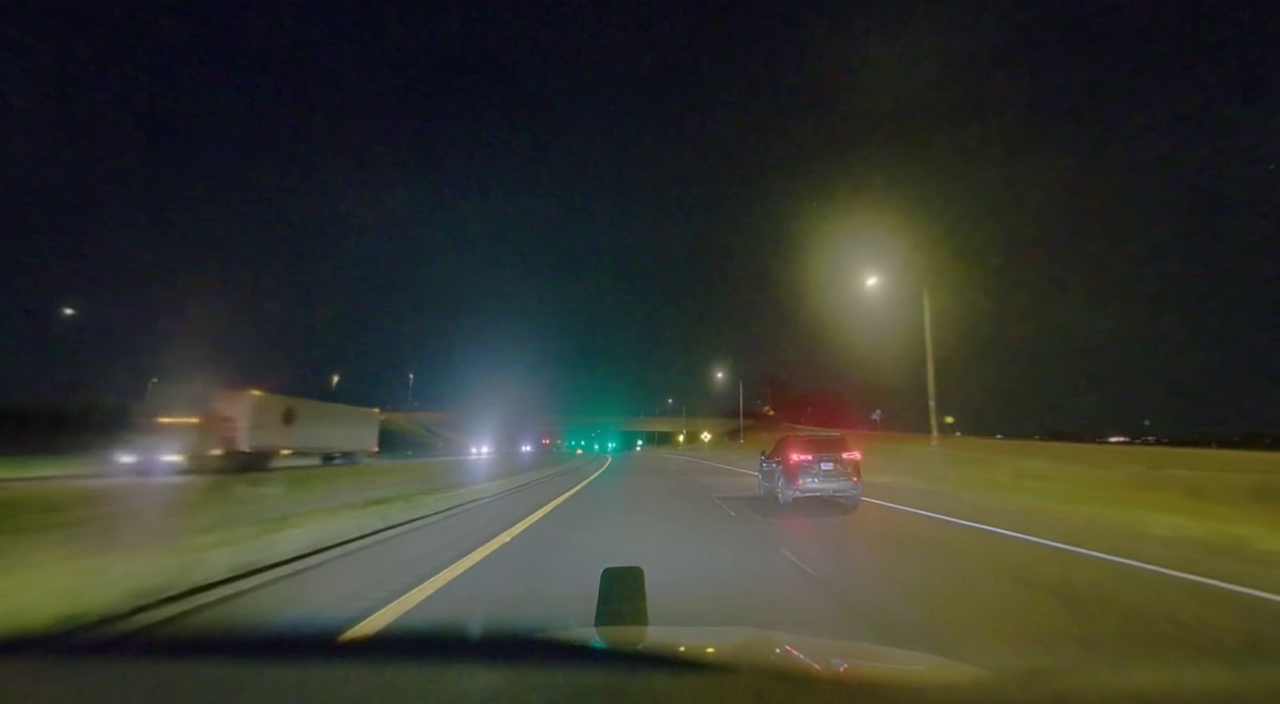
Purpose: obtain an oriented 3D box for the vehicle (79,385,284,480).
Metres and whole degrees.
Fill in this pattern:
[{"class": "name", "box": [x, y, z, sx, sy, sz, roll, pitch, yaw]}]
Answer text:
[{"class": "vehicle", "box": [-21.996, 4.050, 31.227, 3.659, 4.028, 8.491, 0, -8, 0]}]
